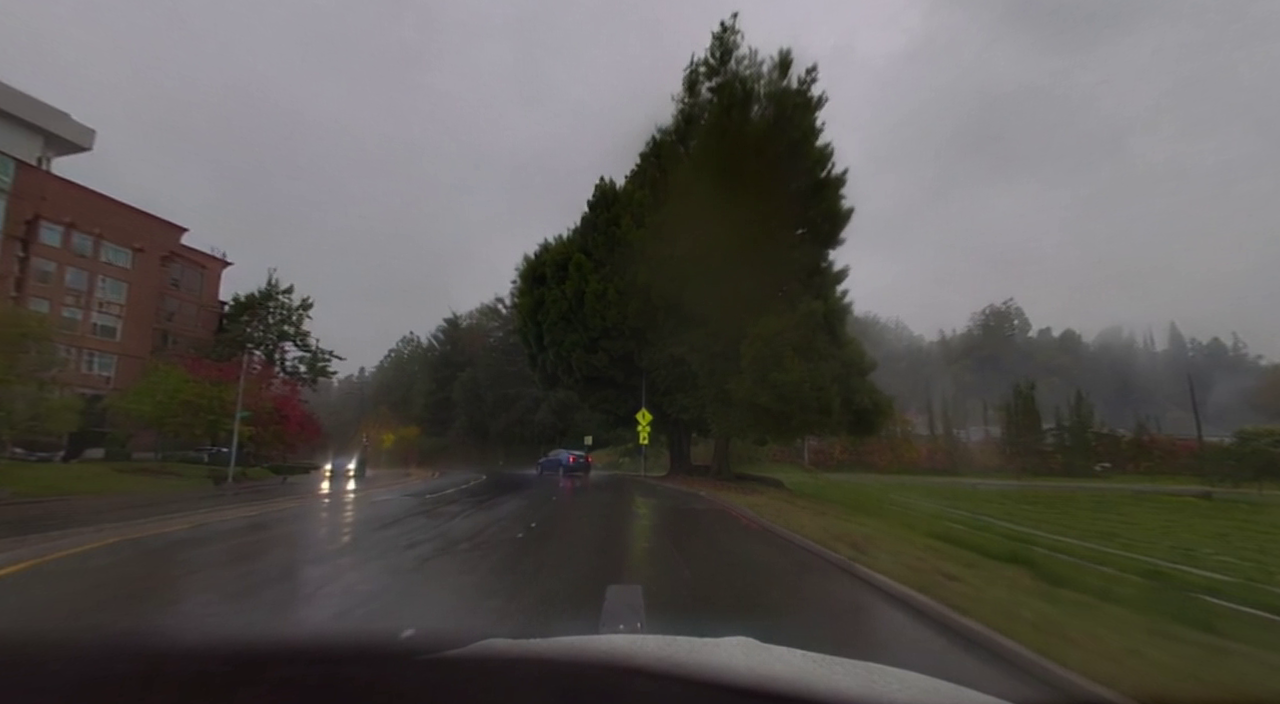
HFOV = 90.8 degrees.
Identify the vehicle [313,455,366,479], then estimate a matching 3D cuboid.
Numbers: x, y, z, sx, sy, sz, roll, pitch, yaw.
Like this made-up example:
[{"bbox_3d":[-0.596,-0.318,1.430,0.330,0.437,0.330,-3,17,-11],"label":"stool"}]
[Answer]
[{"bbox_3d":[-20.442,7.831,43.206,1.942,1.470,4.566,1,-9,-8],"label":"vehicle"}]
